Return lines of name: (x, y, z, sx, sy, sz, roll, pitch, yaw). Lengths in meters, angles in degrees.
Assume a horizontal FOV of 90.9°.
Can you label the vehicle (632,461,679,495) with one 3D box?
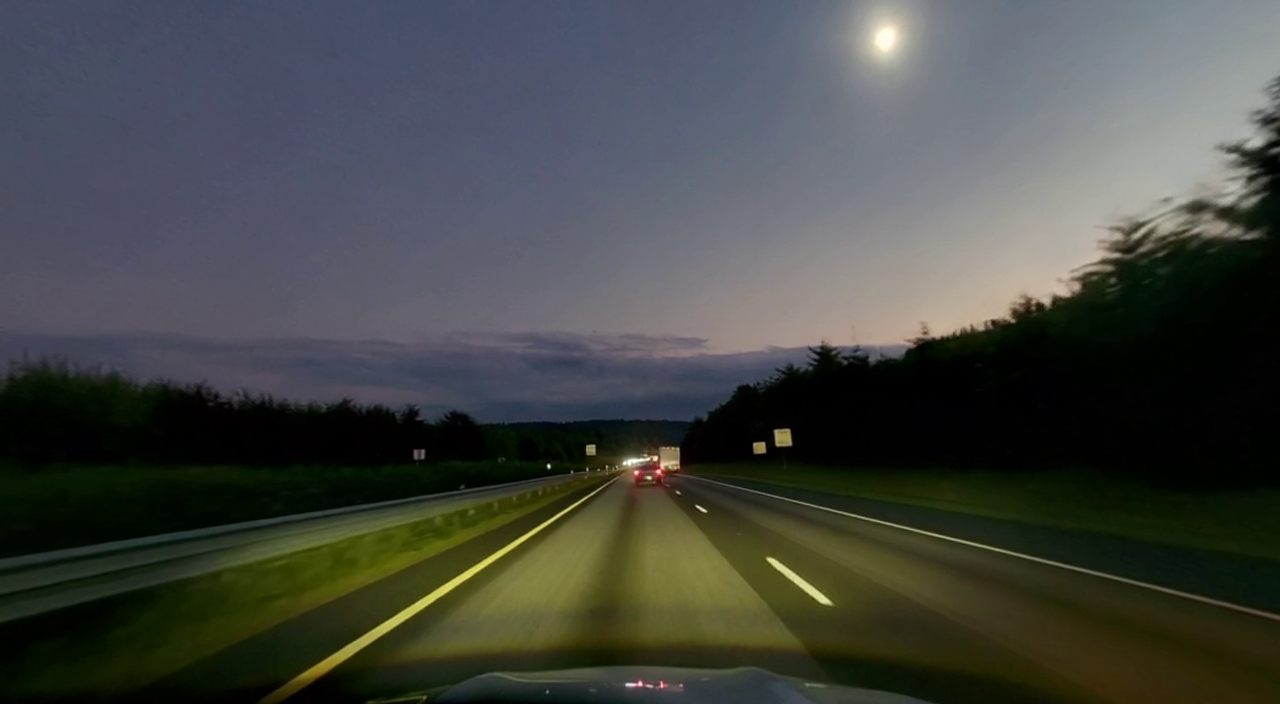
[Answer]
vehicle: (0.679, 6.007, 30.204, 1.976, 1.467, 3.783, 1, -10, -2)
